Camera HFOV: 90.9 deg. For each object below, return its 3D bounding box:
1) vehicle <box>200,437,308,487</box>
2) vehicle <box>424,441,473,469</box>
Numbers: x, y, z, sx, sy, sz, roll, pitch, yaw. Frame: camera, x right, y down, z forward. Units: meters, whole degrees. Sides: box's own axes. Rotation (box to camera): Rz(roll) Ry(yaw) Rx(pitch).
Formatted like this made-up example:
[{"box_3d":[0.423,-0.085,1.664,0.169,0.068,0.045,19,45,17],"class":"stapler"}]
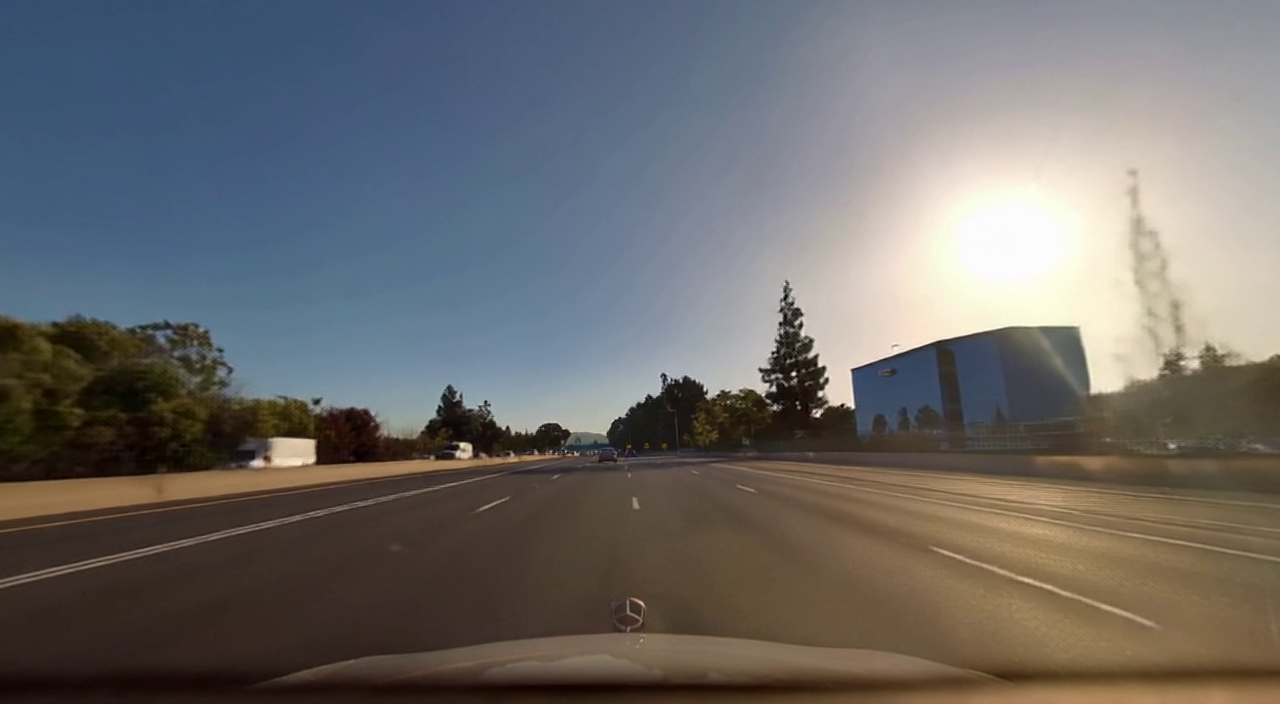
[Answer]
[{"box_3d":[-22.338,6.399,36.949,2.365,2.606,6.439,0,-9,-1],"class":"vehicle"},{"box_3d":[-14.138,7.608,46.778,2.125,1.915,4.942,0,-9,-1],"class":"vehicle"}]
